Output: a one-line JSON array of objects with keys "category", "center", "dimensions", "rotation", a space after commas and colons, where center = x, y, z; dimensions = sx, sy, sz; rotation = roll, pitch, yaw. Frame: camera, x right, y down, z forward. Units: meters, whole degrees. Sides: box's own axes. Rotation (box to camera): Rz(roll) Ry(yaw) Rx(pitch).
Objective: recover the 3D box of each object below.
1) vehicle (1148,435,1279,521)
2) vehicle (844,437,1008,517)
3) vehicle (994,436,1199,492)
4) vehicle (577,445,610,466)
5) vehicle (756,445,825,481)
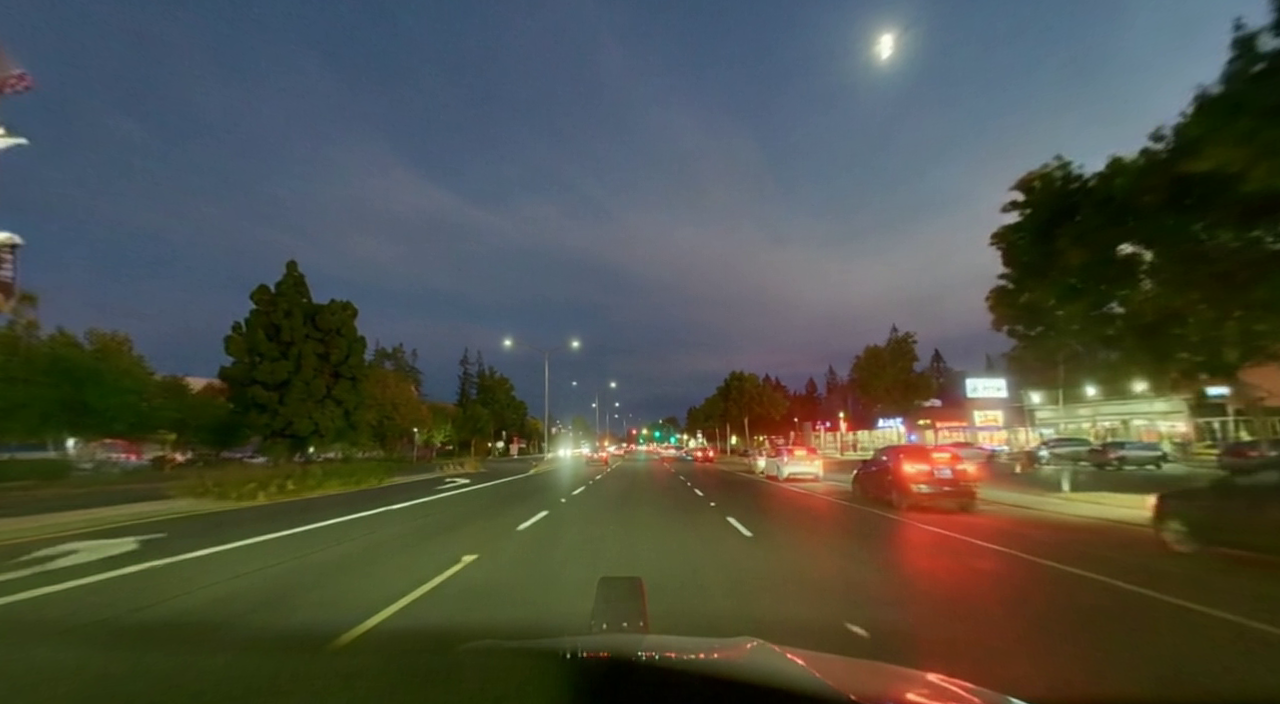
[{"category": "vehicle", "center": [12.599, 2.360, 12.019], "dimensions": [4.119, 1.501, 1.809], "rotation": [0, -8, 3]}, {"category": "vehicle", "center": [6.572, 2.886, 15.095], "dimensions": [1.934, 1.641, 4.117], "rotation": [0, -8, 0]}, {"category": "vehicle", "center": [12.776, 3.144, 17.848], "dimensions": [4.357, 1.463, 1.915], "rotation": [1, -9, -4]}, {"category": "vehicle", "center": [-3.292, 7.415, 45.255], "dimensions": [2.005, 1.446, 4.265], "rotation": [0, -8, 1]}, {"category": "vehicle", "center": [6.751, 5.022, 28.877], "dimensions": [1.869, 1.516, 4.767], "rotation": [0, -8, -1]}]
